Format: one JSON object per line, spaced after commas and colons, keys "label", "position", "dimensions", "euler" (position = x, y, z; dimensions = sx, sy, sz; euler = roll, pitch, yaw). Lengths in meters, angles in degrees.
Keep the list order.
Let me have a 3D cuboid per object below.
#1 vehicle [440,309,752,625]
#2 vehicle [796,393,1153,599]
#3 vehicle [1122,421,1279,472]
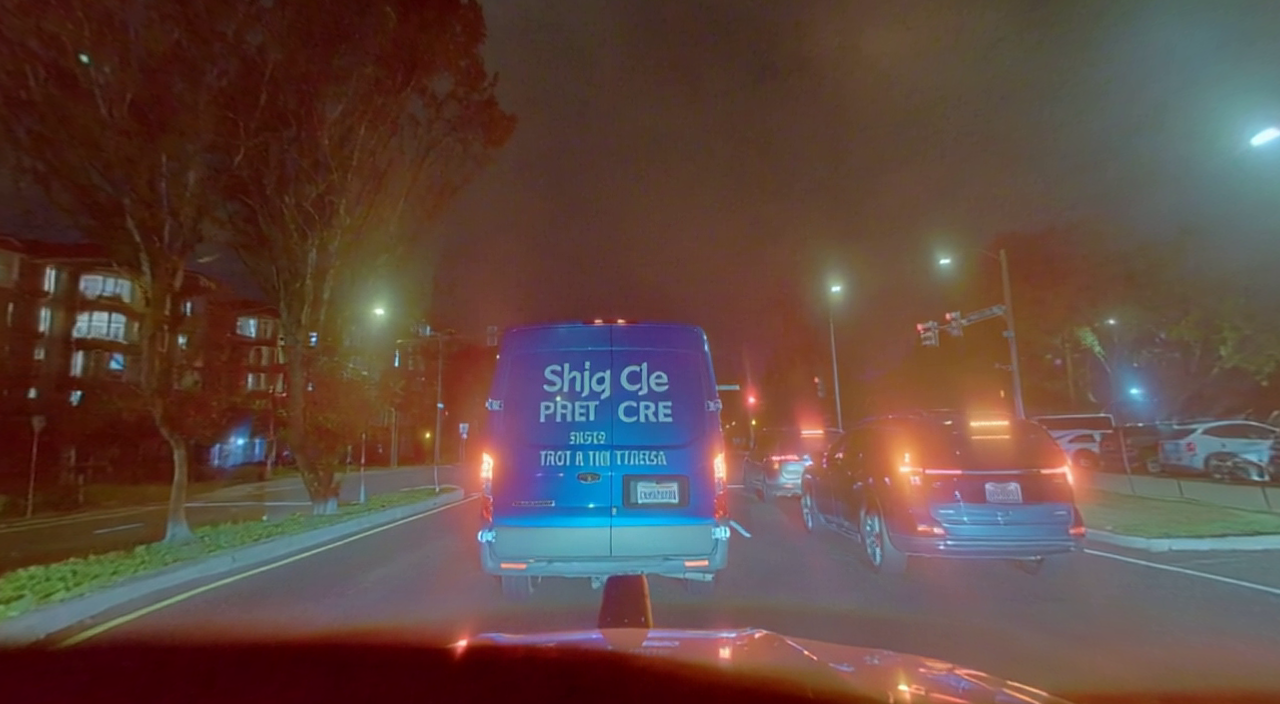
{"label": "vehicle", "position": [-0.305, 1.246, 7.530], "dimensions": [2.422, 2.488, 4.992], "euler": [0, -8, 1]}
{"label": "vehicle", "position": [3.435, 1.560, 7.670], "dimensions": [1.965, 1.771, 4.295], "euler": [0, -8, 0]}
{"label": "vehicle", "position": [17.186, 2.868, 19.149], "dimensions": [3.491, 1.443, 1.837], "euler": [0, -8, 0]}
